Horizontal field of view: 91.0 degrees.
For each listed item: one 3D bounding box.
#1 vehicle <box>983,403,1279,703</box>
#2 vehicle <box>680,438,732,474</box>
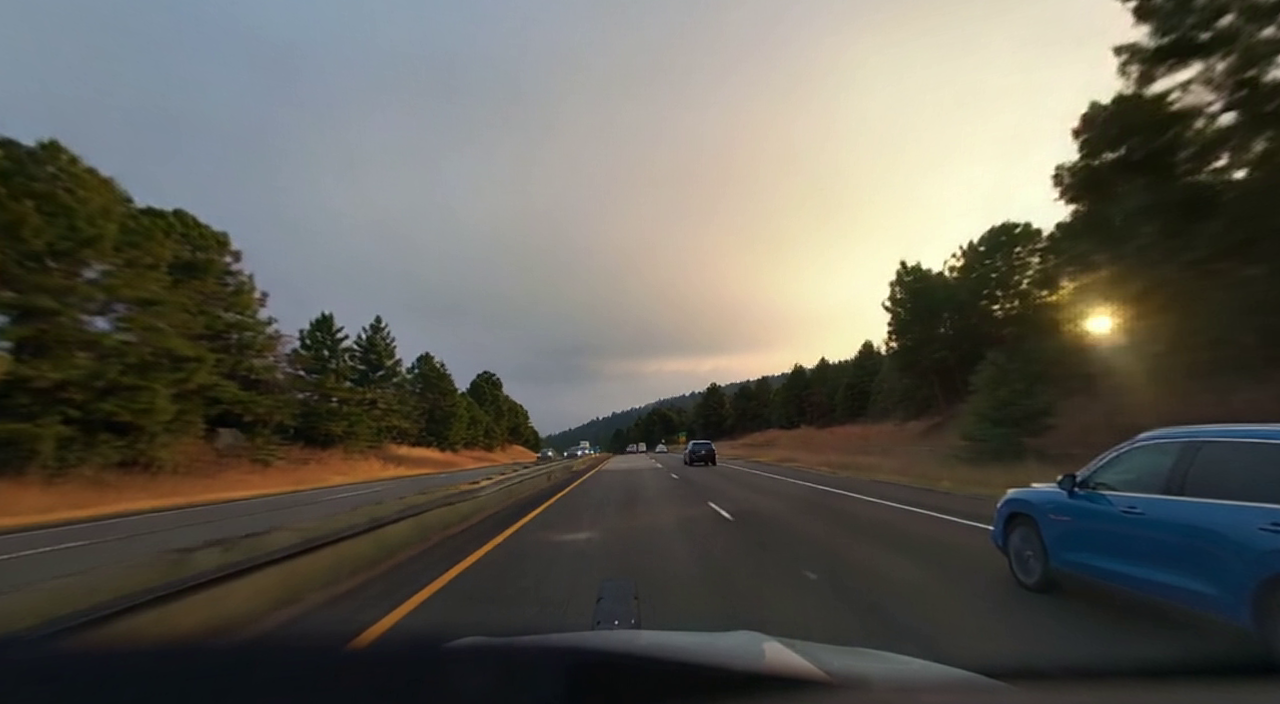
[{"bbox_3d":[3.873,1.006,3.007,1.999,1.501,4.221,0,-8,-1],"label":"vehicle"},{"bbox_3d":[3.282,5.227,31.981,2.043,1.673,4.016,0,-8,-3],"label":"vehicle"}]
